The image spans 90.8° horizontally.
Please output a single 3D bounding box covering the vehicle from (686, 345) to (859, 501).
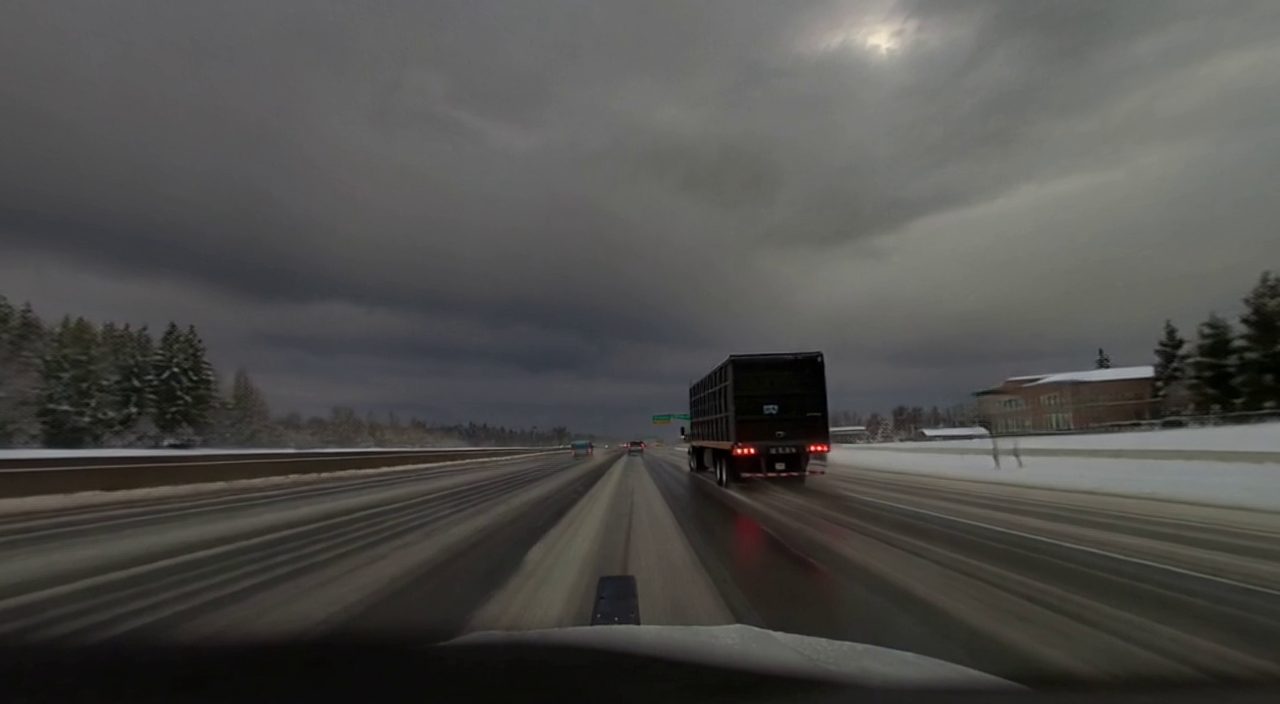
[{"bbox_3d":[3.405,2.403,19.831,2.966,3.586,10.563,0,-9,-1],"label":"vehicle"}]
